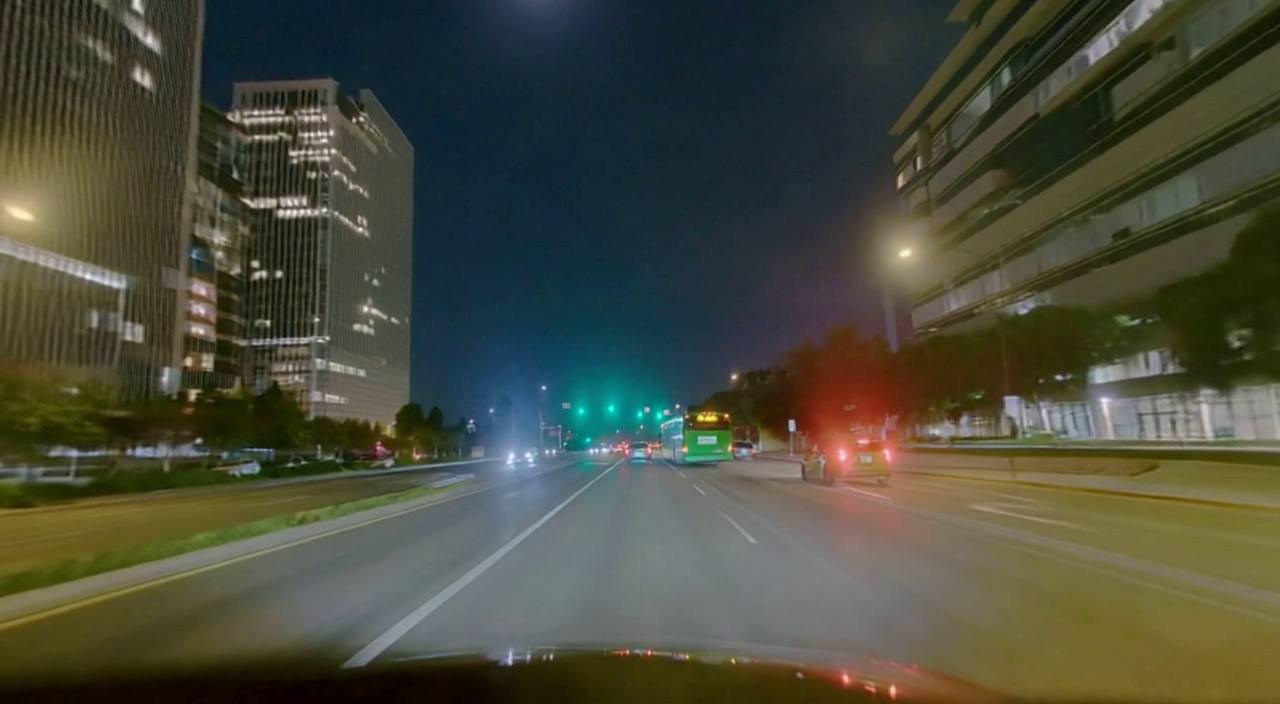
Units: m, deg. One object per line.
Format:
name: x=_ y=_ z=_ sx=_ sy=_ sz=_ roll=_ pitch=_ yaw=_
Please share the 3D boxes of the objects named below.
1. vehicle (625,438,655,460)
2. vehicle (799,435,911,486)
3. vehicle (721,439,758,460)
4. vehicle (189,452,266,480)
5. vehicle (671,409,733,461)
vehicle: x=-0.004 y=7.073 z=46.091 sx=2.145 sy=1.572 sz=4.021 roll=0 pitch=-9 yaw=0
vehicle: x=6.719 y=3.454 z=20.325 sx=1.992 sy=1.447 sz=4.414 roll=0 pitch=-9 yaw=-1
vehicle: x=7.320 y=7.247 z=46.957 sx=1.886 sy=1.474 sz=4.495 roll=0 pitch=-9 yaw=-2
vehicle: x=-28.965 y=7.993 z=44.626 sx=2.039 sy=1.777 sz=5.029 roll=0 pitch=-9 yaw=0
vehicle: x=4.223 y=6.042 z=45.201 sx=2.760 sy=3.325 sz=9.045 roll=1 pitch=-9 yaw=-5
